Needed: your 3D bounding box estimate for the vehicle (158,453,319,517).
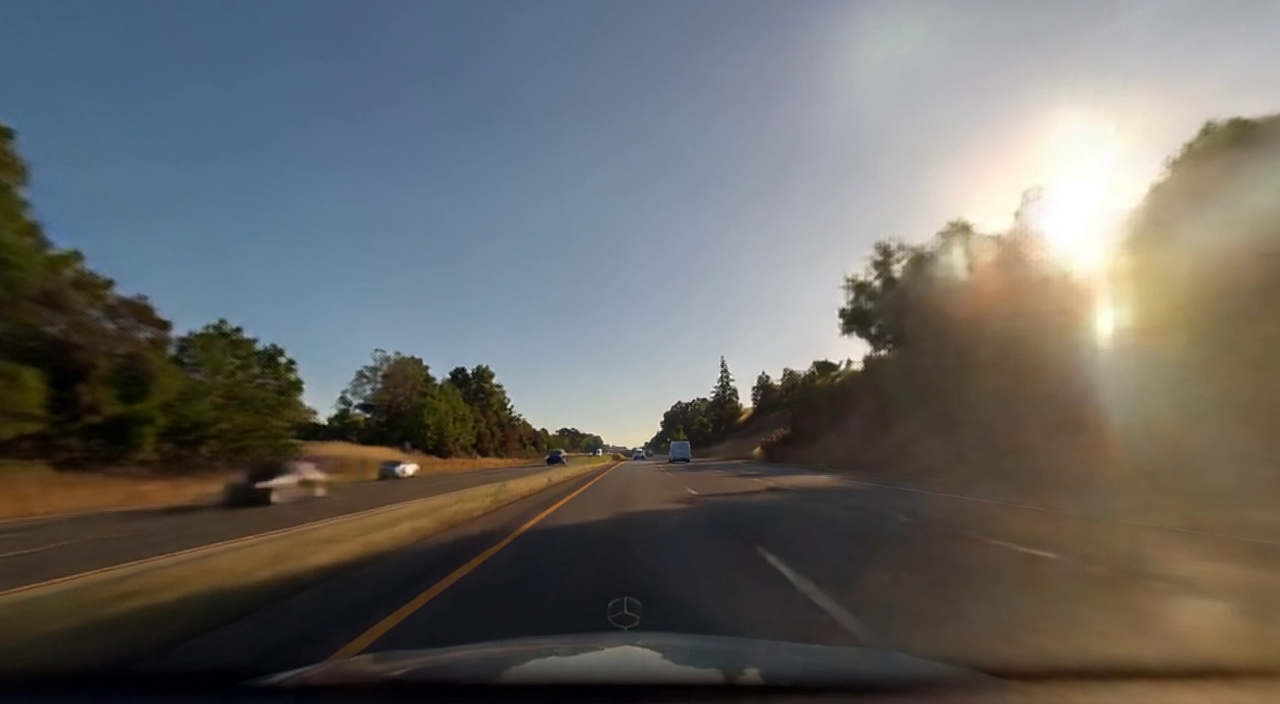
[{"bbox_3d":[-11.736,3.867,18.894,1.958,1.633,4.349,0,-9,0],"label":"vehicle"}]
